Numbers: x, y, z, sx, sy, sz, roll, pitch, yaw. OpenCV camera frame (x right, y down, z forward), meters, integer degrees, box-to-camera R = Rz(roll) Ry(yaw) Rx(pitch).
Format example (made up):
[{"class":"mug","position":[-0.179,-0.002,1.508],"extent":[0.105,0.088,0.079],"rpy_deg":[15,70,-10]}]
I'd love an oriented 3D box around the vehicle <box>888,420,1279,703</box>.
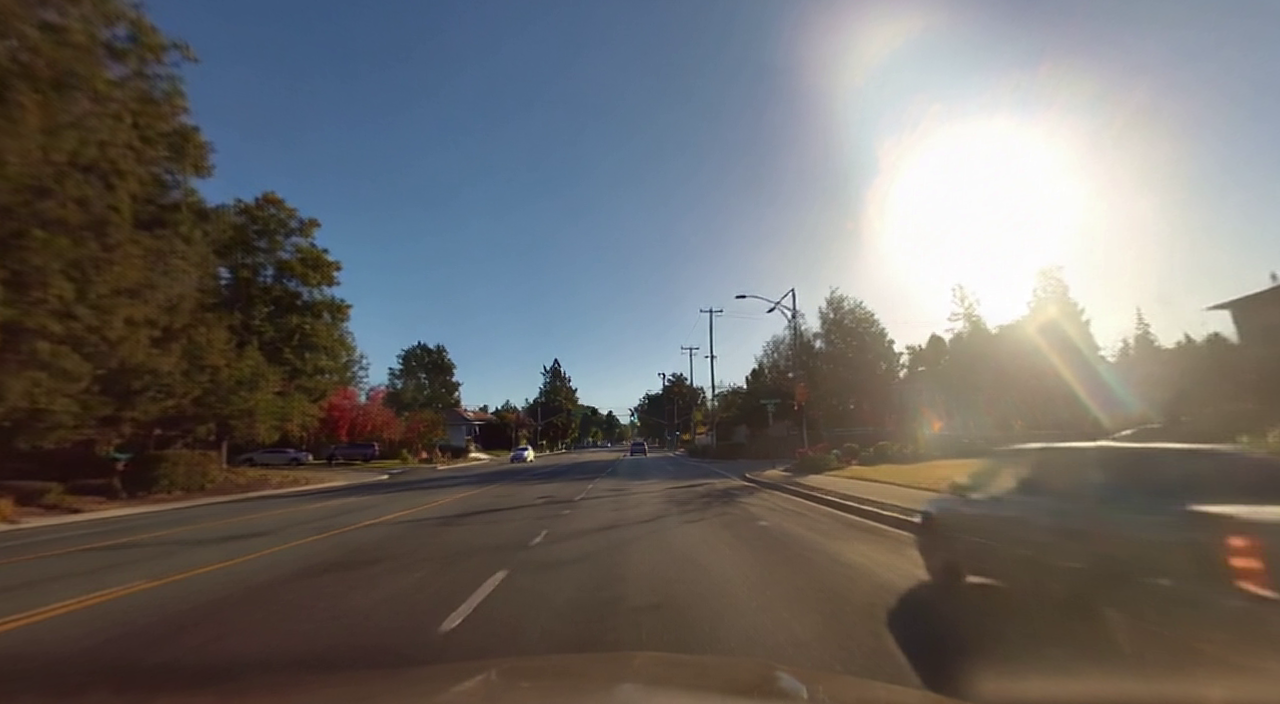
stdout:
[{"class":"vehicle","position":[3.737,1.353,4.821],"extent":[1.942,1.502,4.244],"rpy_deg":[0,-8,0]}]
